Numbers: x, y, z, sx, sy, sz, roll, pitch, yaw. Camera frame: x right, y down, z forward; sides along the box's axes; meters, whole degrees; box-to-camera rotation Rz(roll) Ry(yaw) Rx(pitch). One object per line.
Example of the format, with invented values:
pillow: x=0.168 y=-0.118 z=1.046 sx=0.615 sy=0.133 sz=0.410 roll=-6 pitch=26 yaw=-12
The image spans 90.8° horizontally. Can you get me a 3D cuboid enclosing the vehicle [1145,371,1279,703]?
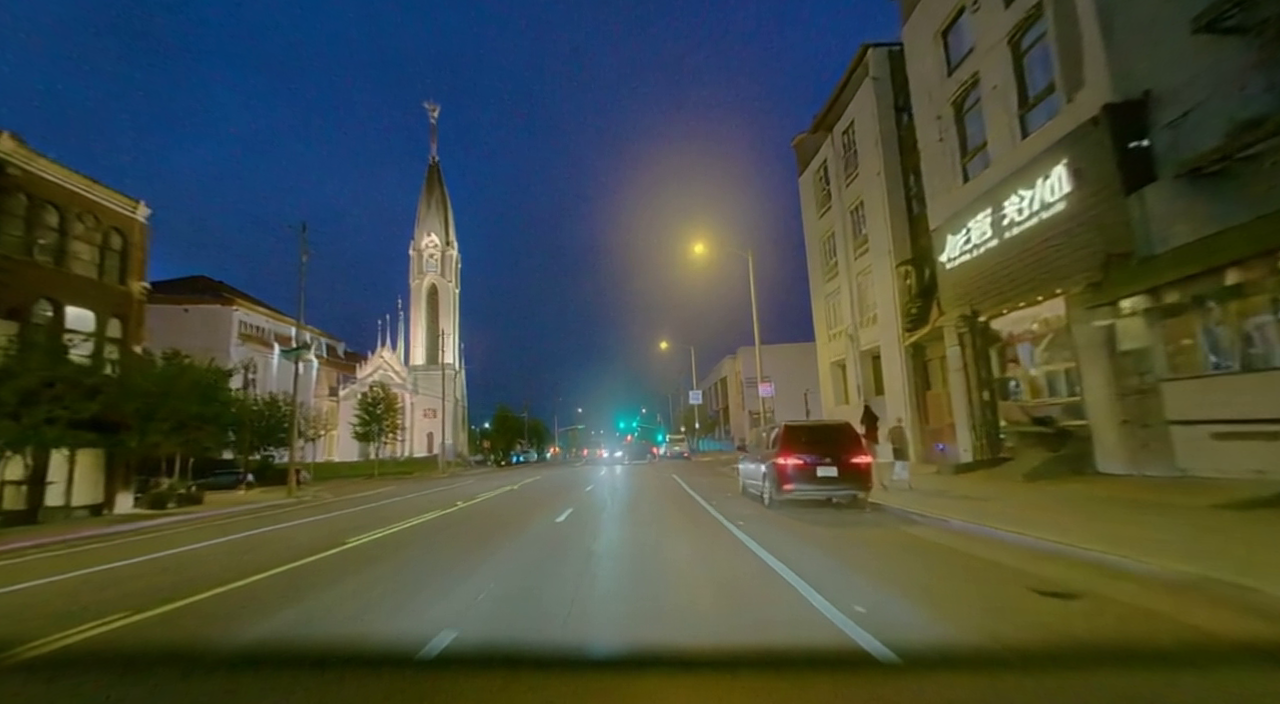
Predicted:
vehicle: x=3.420 y=0.698 z=0.582 sx=1.963 sy=1.862 sz=4.724 roll=-3 pitch=-8 yaw=1

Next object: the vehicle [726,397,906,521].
vehicle: x=3.319 y=2.202 z=13.407 sx=2.269 sy=2.046 sz=5.649 roll=0 pitch=-8 yaw=1

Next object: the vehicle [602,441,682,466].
vehicle: x=0.117 y=6.292 z=39.198 sx=4.620 sy=1.476 sz=1.881 roll=5 pitch=-10 yaw=-29
